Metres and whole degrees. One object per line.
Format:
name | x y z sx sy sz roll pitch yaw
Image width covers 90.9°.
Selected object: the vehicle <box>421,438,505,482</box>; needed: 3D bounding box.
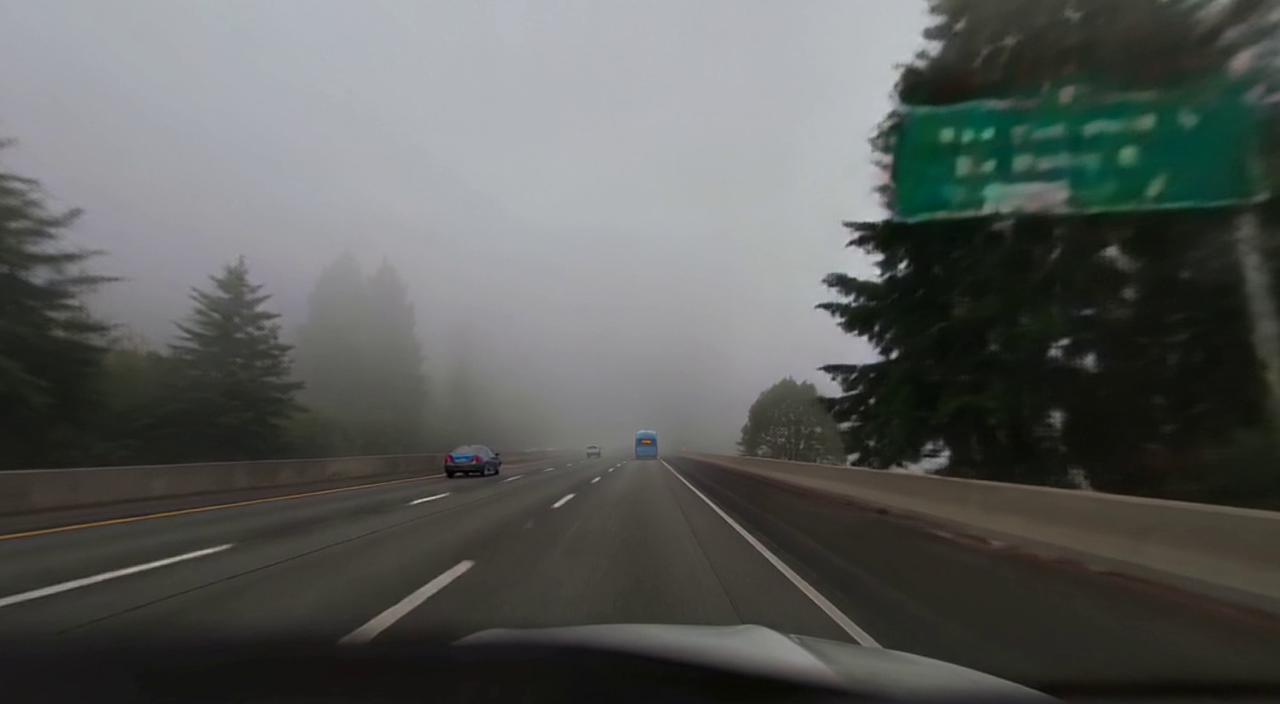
vehicle | -7.289 4.483 26.506 2.080 1.674 4.660 0 -8 1
